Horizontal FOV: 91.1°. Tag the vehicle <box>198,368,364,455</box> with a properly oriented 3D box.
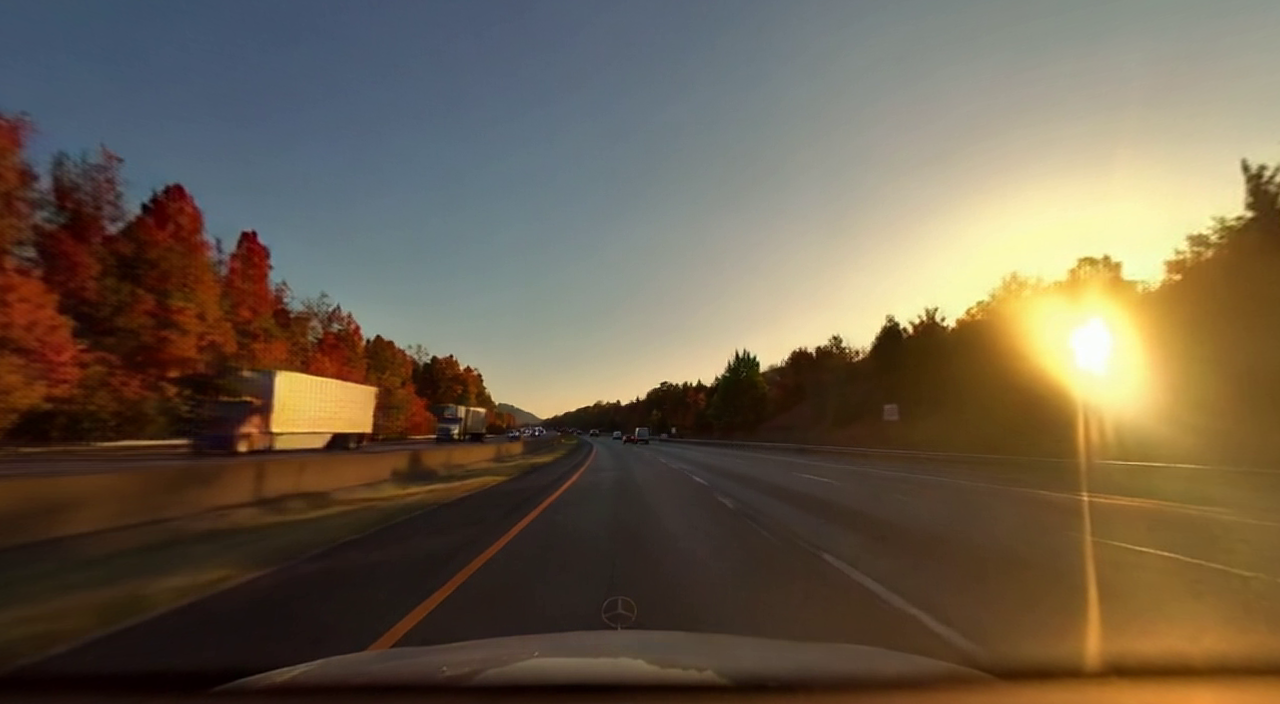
[{"bbox_3d":[-17.910,3.278,32.637,2.949,3.792,10.330,0,-8,-3],"label":"vehicle"}]
